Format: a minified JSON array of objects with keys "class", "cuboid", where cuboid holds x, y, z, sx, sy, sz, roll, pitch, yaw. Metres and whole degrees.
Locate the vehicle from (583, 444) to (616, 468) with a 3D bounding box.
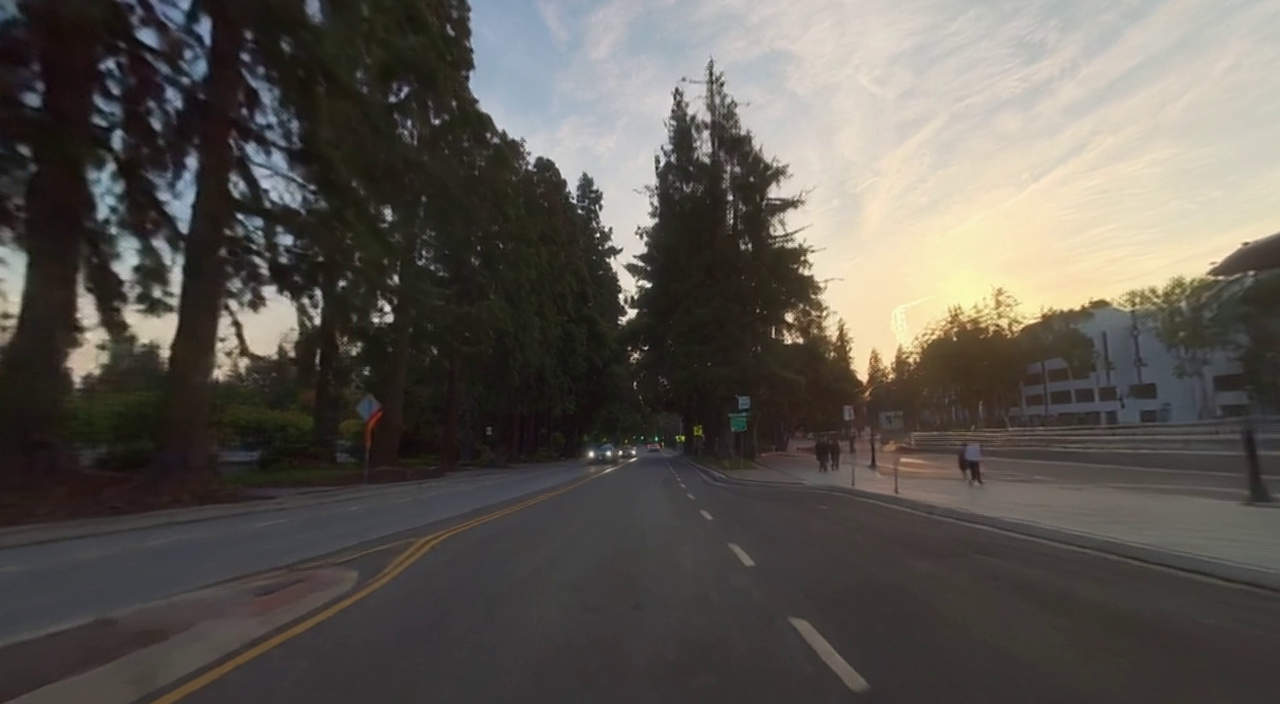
[{"class":"vehicle","cuboid":[-2.909,7.562,46.239,1.898,1.606,3.927,-1,-8,3]}]
